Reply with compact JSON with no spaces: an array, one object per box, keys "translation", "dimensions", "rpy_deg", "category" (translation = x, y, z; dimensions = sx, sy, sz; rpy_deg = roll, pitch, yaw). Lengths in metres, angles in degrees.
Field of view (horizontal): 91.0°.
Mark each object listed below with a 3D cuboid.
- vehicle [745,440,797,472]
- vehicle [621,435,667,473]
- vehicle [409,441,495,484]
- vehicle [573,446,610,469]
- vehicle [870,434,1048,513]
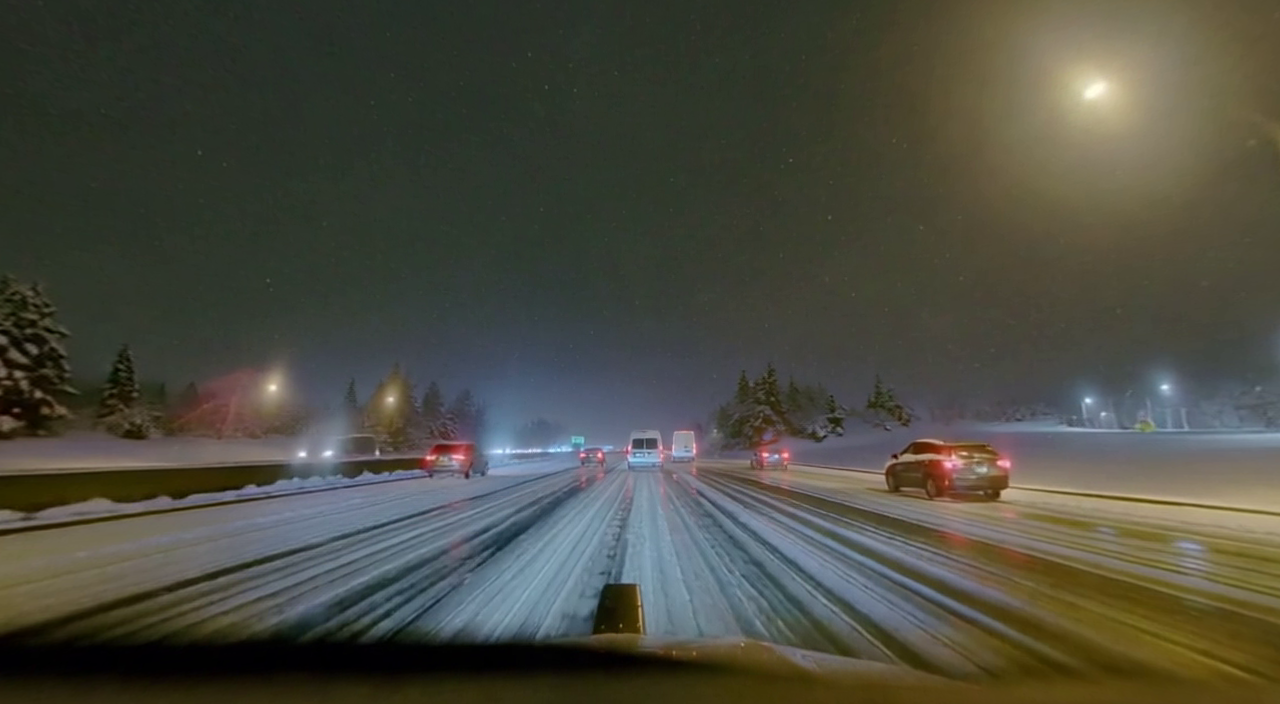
[{"translation":[7.968,6.389,38.798],"dimensions":[2.147,1.808,5.243],"rpy_deg":[0,-9,0],"category":"vehicle"},{"translation":[0.210,5.937,36.898],"dimensions":[2.509,2.062,4.639],"rpy_deg":[0,-9,0],"category":"vehicle"},{"translation":[-7.632,4.512,26.072],"dimensions":[2.108,1.619,4.548],"rpy_deg":[0,-9,1],"category":"vehicle"},{"translation":[-3.466,7.614,45.775],"dimensions":[2.173,1.542,4.781],"rpy_deg":[0,-9,1],"category":"vehicle"},{"translation":[7.658,2.939,15.768],"dimensions":[2.146,1.678,4.489],"rpy_deg":[0,-9,1],"category":"vehicle"}]
